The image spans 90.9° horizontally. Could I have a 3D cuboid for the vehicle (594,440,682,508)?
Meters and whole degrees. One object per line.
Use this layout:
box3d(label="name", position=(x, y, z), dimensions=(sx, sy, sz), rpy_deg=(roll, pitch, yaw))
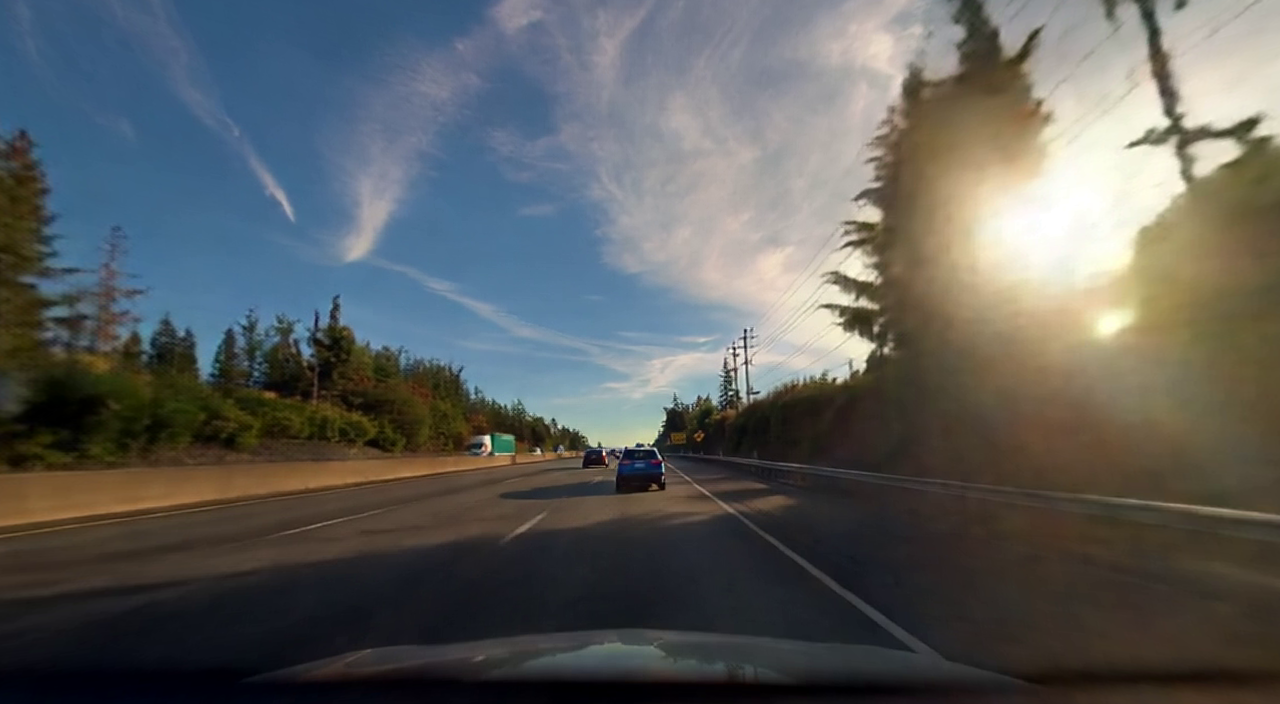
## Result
box3d(label="vehicle", position=(-0.058, 3.089, 16.419), dimensions=(1.966, 1.499, 4.298), rpy_deg=(0, -9, 0))
